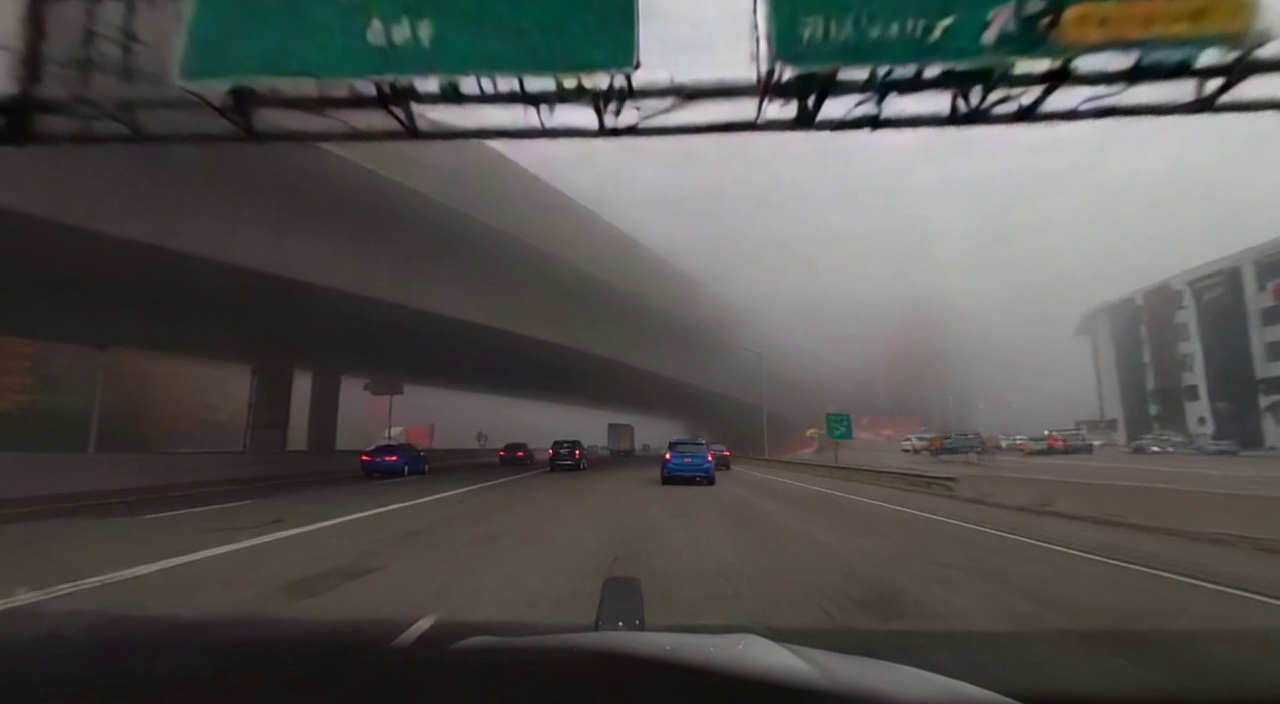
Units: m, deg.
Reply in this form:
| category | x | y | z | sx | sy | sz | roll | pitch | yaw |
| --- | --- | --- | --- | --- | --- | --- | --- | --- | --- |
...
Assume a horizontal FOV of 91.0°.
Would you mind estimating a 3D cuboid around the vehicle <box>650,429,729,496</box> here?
| category | x | y | z | sx | sy | sz | roll | pitch | yaw |
| --- | --- | --- | --- | --- | --- | --- | --- | --- | --- |
| vehicle | 1.390 | 3.307 | 19.111 | 2.101 | 1.742 | 4.495 | 0 | -9 | 1 |

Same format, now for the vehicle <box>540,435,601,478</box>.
| category | x | y | z | sx | sy | sz | roll | pitch | yaw |
| --- | --- | --- | --- | --- | --- | --- | --- | --- | --- |
| vehicle | -3.000 | 4.653 | 28.223 | 2.111 | 1.742 | 4.315 | 0 | -9 | 1 |

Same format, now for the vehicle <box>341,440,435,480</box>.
| category | x | y | z | sx | sy | sz | roll | pitch | yaw |
| --- | --- | --- | --- | --- | --- | --- | --- | --- | --- |
| vehicle | -10.677 | 4.601 | 27.112 | 2.006 | 1.509 | 4.634 | 0 | -9 | 1 |

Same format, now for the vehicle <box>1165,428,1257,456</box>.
| category | x | y | z | sx | sy | sz | roll | pitch | yaw |
| --- | --- | --- | --- | --- | --- | --- | --- | --- | --- |
| vehicle | 38.213 | 6.020 | 42.212 | 4.187 | 1.609 | 1.944 | -3 | -7 | 0 |

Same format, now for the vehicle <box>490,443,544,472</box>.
| category | x | y | z | sx | sy | sz | roll | pitch | yaw |
| --- | --- | --- | --- | --- | --- | --- | --- | --- | --- |
| vehicle | -6.875 | 5.932 | 35.734 | 2.057 | 1.496 | 4.661 | 0 | -9 | 1 |
